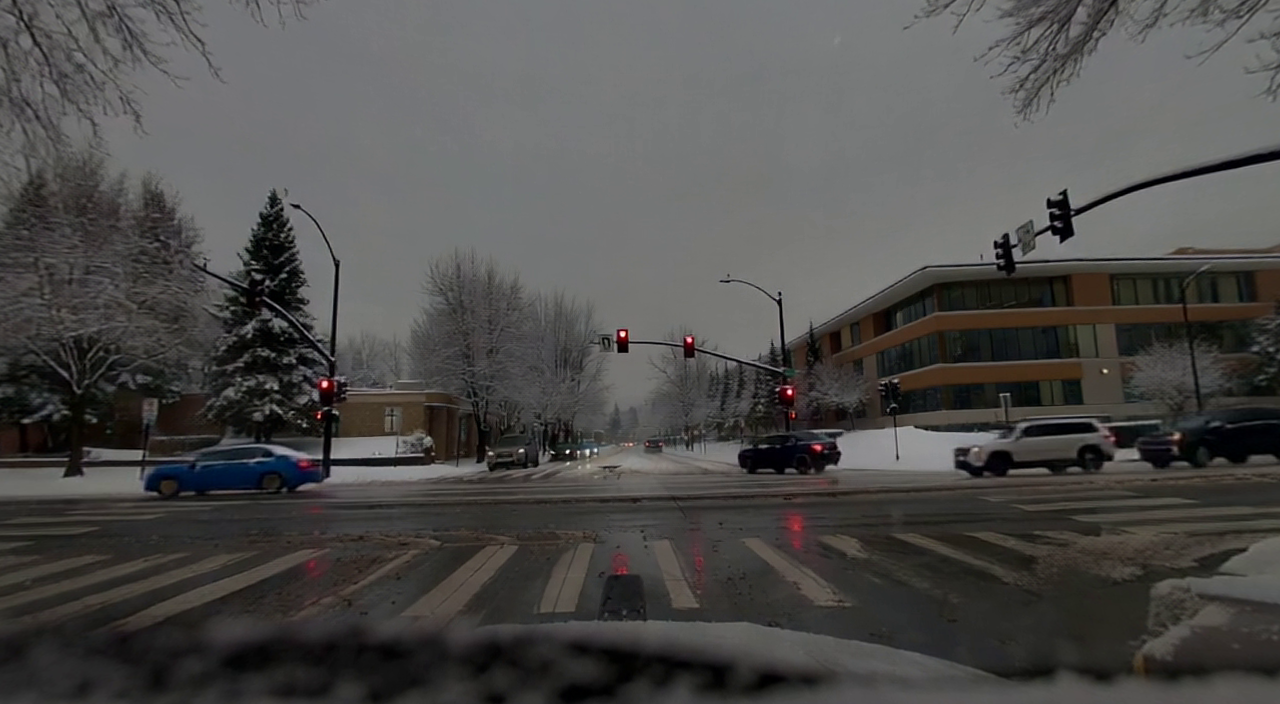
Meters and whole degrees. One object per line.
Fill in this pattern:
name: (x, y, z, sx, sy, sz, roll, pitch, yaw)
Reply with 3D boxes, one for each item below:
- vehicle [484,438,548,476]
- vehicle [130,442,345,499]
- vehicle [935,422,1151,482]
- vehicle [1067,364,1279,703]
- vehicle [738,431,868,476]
vehicle: (-5.951, 5.087, 30.661, 2.115, 1.690, 4.322, 0, -8, 1)
vehicle: (-10.959, 3.231, 17.362, 4.613, 1.443, 1.883, 0, -8, -1)
vehicle: (10.610, 2.653, 16.783, 4.464, 1.472, 1.867, 0, -8, 0)
vehicle: (2.884, 0.675, 0.836, 1.947, 1.576, 3.825, 0, -8, 1)
vehicle: (6.461, 4.031, 25.189, 4.551, 1.625, 2.053, -7, -11, 40)
